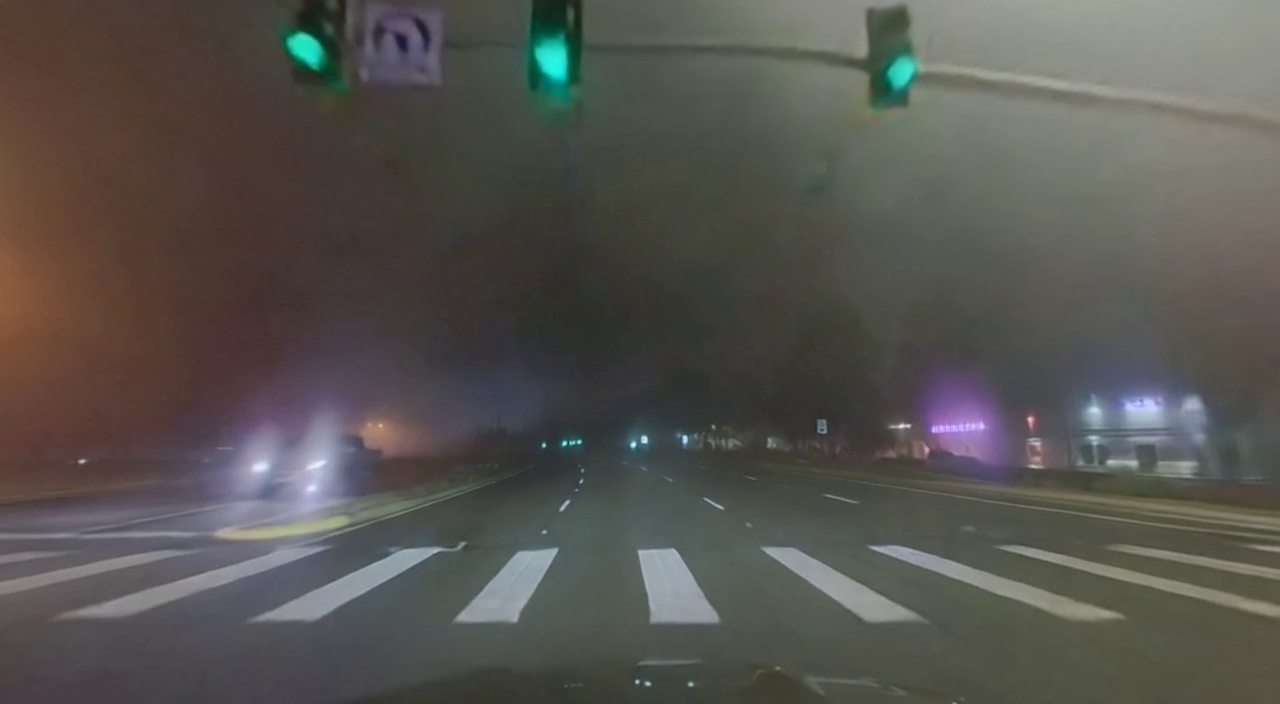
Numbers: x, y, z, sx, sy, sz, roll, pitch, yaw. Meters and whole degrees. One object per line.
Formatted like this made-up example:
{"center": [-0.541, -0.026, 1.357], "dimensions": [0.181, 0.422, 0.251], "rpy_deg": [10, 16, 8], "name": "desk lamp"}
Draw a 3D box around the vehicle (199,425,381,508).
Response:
{"center": [-8.633, 2.845, 16.204], "dimensions": [2.175, 1.795, 4.640], "rpy_deg": [0, -8, -3], "name": "vehicle"}
